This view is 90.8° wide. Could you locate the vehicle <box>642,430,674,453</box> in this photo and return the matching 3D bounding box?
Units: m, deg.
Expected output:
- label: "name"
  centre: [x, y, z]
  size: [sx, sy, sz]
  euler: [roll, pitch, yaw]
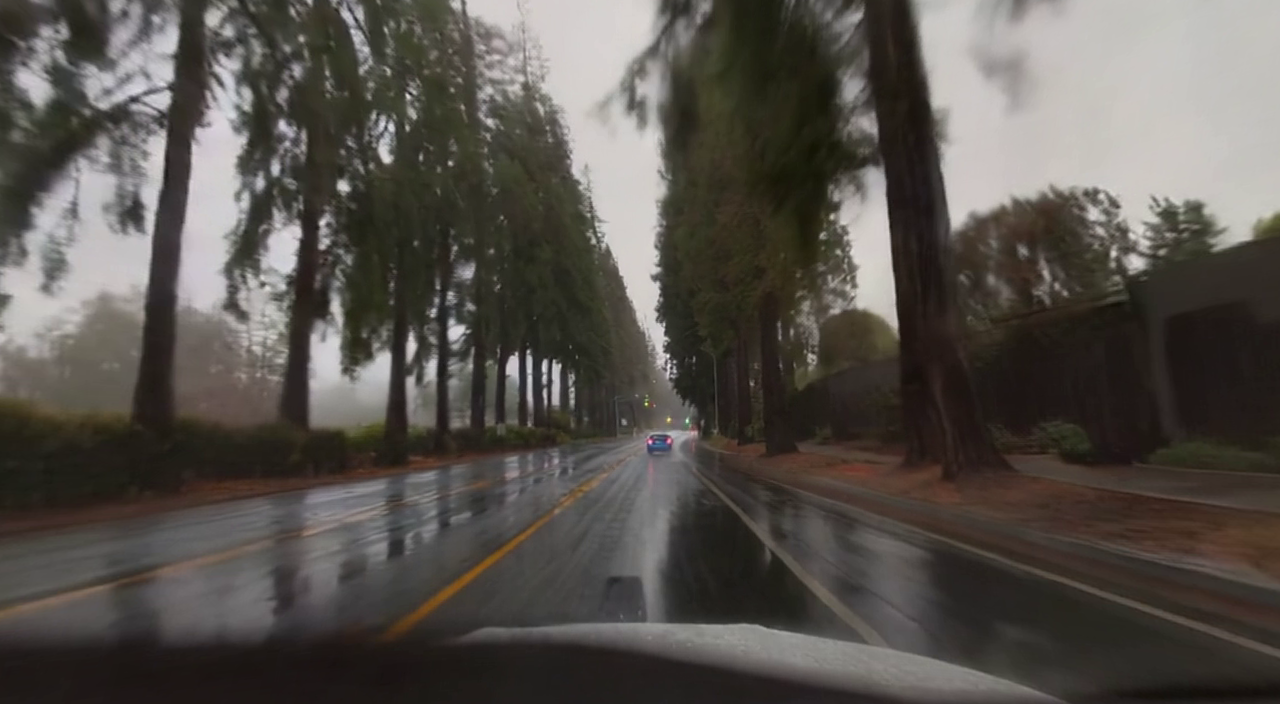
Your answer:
- label: "vehicle"
  centre: [1.215, 6.138, 43.023]
  size: [2.067, 1.486, 3.861]
  euler: [-1, -9, 2]
